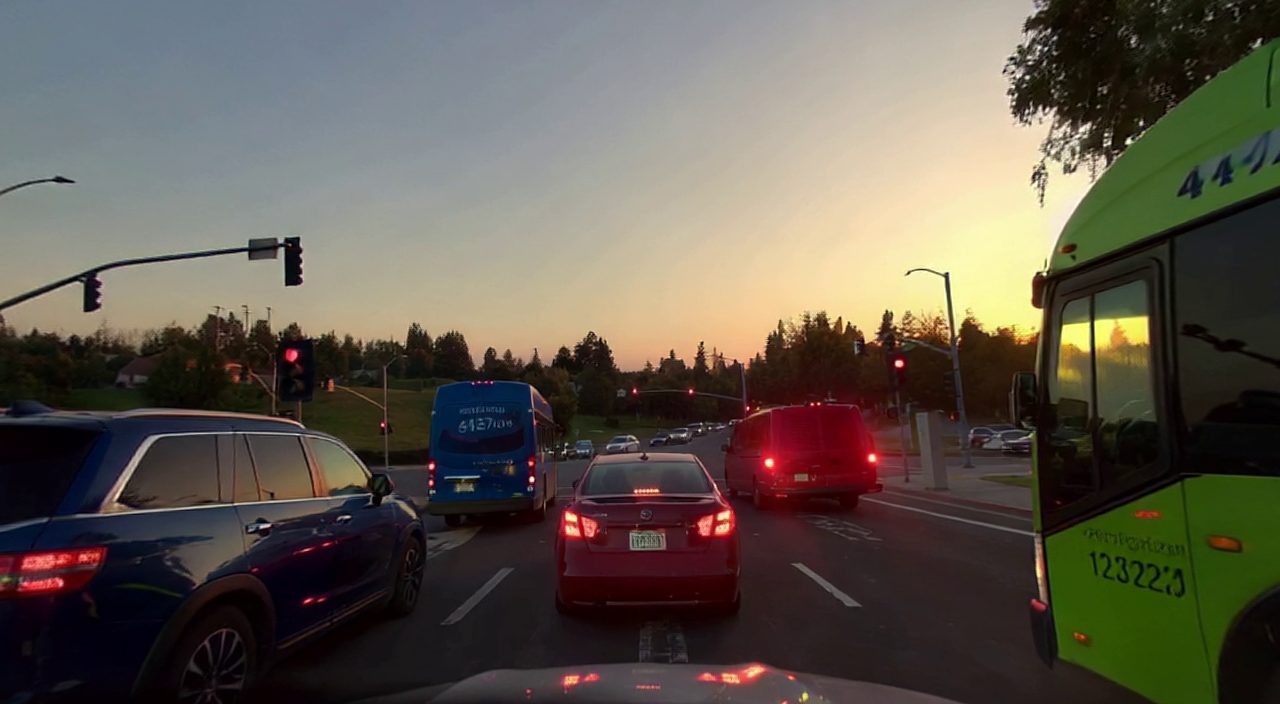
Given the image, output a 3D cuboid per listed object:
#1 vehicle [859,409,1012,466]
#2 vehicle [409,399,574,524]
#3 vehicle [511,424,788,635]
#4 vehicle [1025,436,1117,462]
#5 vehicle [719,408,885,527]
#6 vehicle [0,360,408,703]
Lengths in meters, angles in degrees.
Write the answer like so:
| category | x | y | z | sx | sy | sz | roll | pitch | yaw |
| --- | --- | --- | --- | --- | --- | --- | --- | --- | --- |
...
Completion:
| category | x | y | z | sx | sy | sz | roll | pitch | yaw |
| --- | --- | --- | --- | --- | --- | --- | --- | --- | --- |
| vehicle | 17.593 | 5.129 | 37.928 | 7.839 | 3.213 | 2.628 | 0 | -8 | -3 |
| vehicle | -2.931 | 2.352 | 13.984 | 2.335 | 2.221 | 5.165 | 0 | -8 | 1 |
| vehicle | 0.061 | 1.548 | 6.417 | 1.976 | 1.485 | 3.624 | 0 | -8 | 0 |
| vehicle | 25.878 | 5.826 | 37.992 | 4.229 | 1.489 | 1.794 | 0 | -8 | -2 |
| vehicle | 3.146 | 2.399 | 13.669 | 2.143 | 2.036 | 5.367 | 0 | -8 | 0 |
| vehicle | -3.411 | 1.173 | 4.633 | 1.921 | 1.701 | 3.989 | 0 | -8 | -1 |
